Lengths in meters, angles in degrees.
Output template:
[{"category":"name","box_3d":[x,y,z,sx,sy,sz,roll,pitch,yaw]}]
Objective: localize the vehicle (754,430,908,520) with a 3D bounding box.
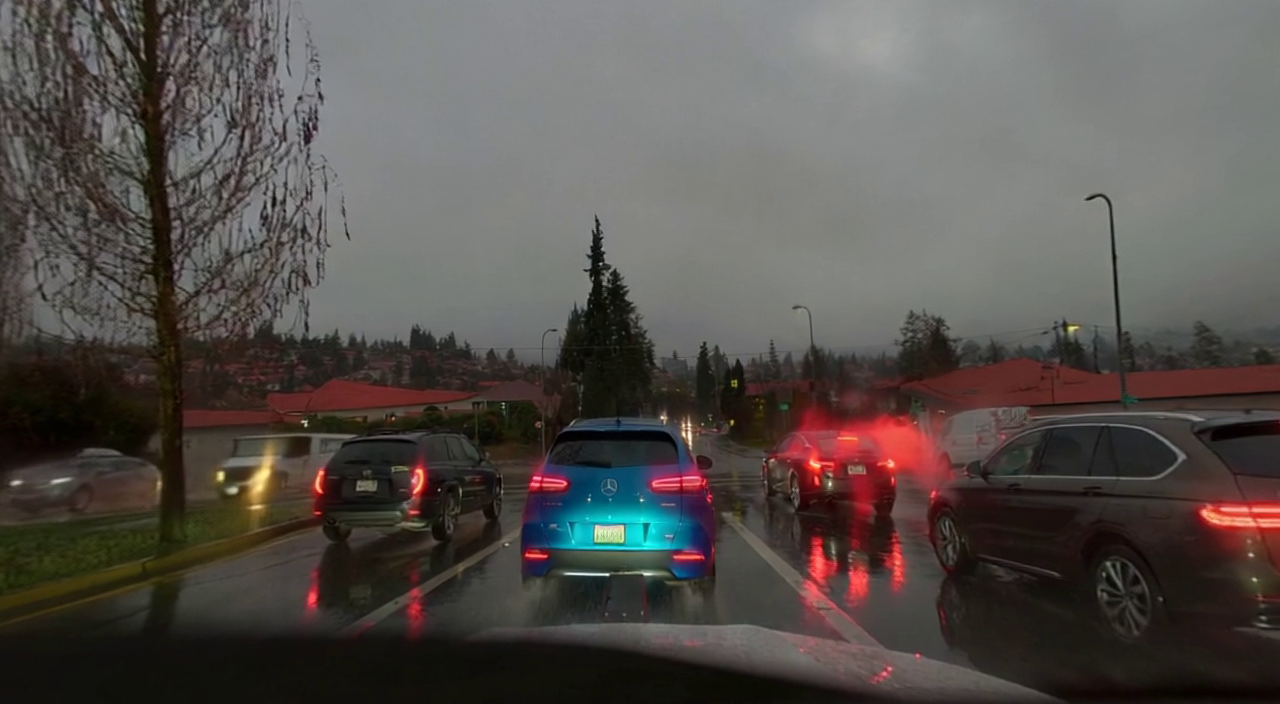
[{"category":"vehicle","box_3d":[3.683,2.430,12.971,1.847,1.554,3.885,0,-8,-2]}]

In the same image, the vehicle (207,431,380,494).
[{"category":"vehicle","box_3d":[-12.016,3.878,22.693,2.276,1.926,6.686,0,-8,2]}]

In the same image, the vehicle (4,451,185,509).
[{"category":"vehicle","box_3d":[-15.768,3.670,18.560,1.774,1.468,3.863,0,-8,1]}]

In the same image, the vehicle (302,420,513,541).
[{"category":"vehicle","box_3d":[-3.754,2.154,11.195,2.012,1.701,4.316,0,-8,1]}]

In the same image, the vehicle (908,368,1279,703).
[{"category":"vehicle","box_3d":[4.164,1.271,5.386,2.014,1.740,4.515,-1,-8,4]}]

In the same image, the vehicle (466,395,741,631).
[{"category":"vehicle","box_3d":[-0.149,1.473,6.734,2.022,1.700,4.084,0,-8,4]}]
